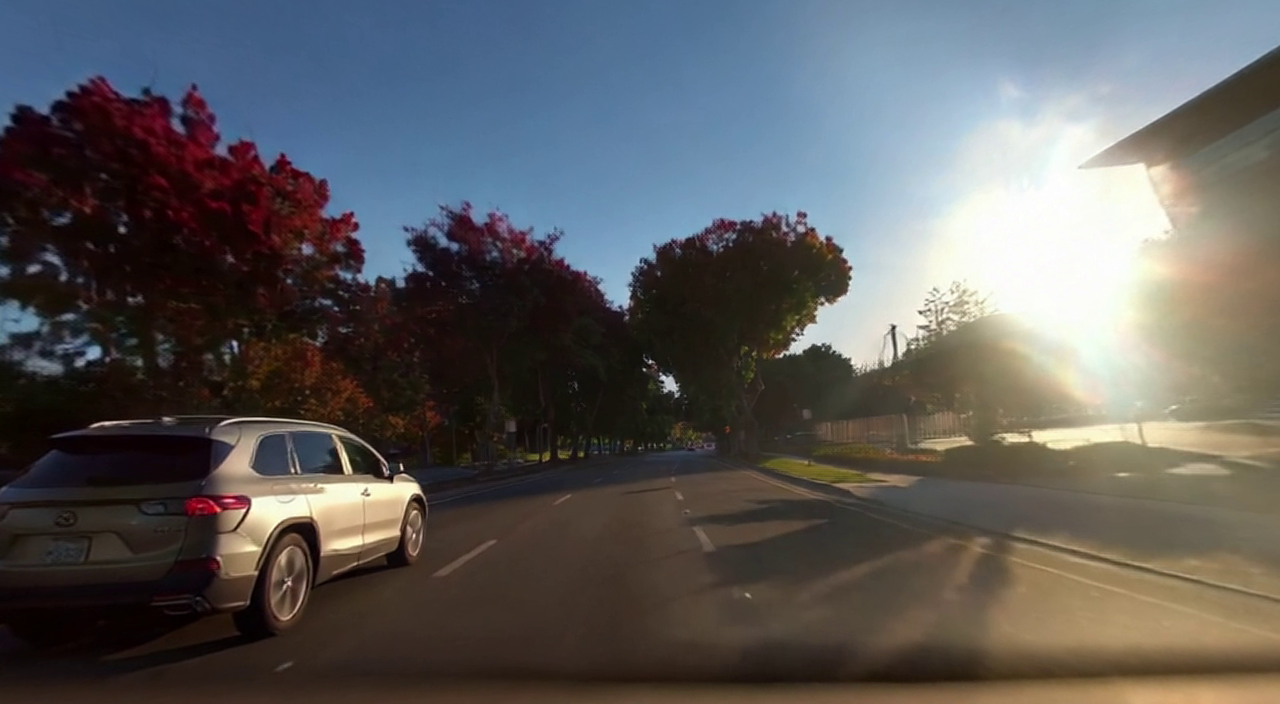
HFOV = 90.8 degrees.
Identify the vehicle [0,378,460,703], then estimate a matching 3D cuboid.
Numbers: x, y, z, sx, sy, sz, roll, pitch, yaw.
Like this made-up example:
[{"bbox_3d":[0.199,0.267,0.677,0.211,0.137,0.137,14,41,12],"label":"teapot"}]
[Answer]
[{"bbox_3d":[-3.272,1.314,5.401,2.067,1.700,4.561,0,-8,1],"label":"vehicle"}]
